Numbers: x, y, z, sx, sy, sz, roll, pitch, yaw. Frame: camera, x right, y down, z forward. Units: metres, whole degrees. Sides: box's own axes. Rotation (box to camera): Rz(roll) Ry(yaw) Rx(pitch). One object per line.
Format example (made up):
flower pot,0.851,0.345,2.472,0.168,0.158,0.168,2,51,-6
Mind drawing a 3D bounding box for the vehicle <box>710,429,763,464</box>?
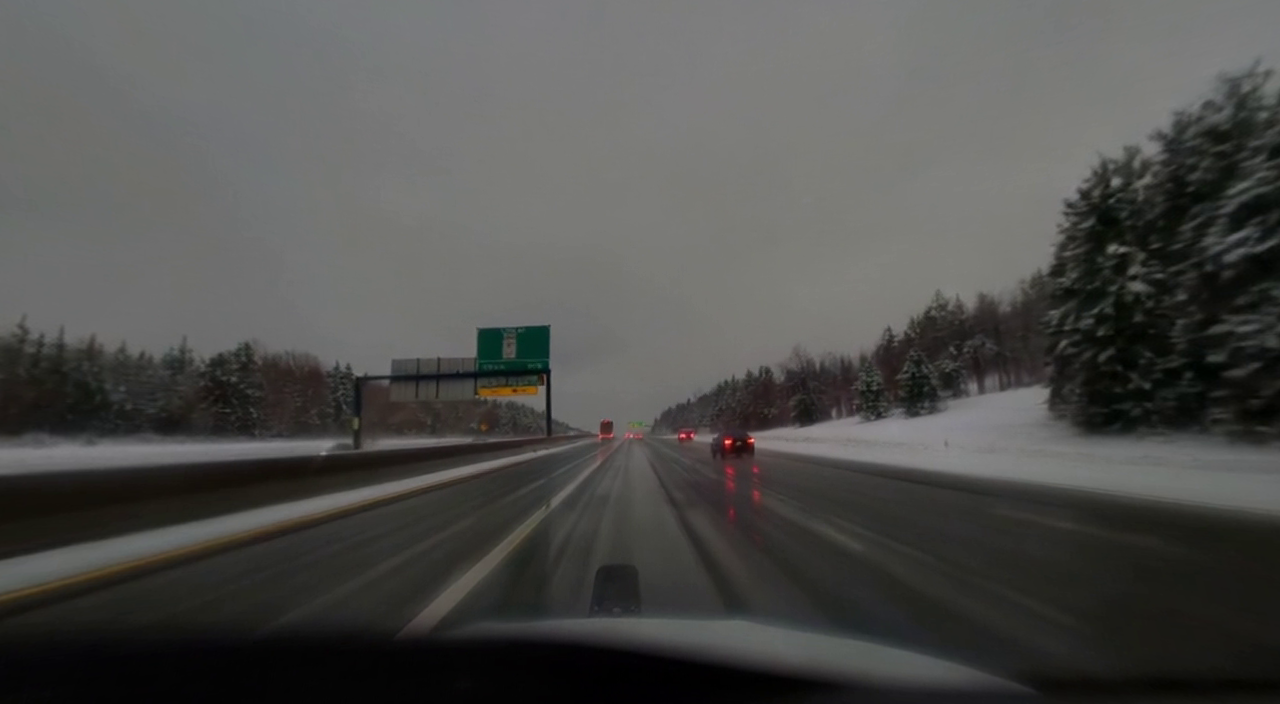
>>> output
vehicle,4.413,4.360,29.300,1.802,1.492,3.804,0,-8,-1
